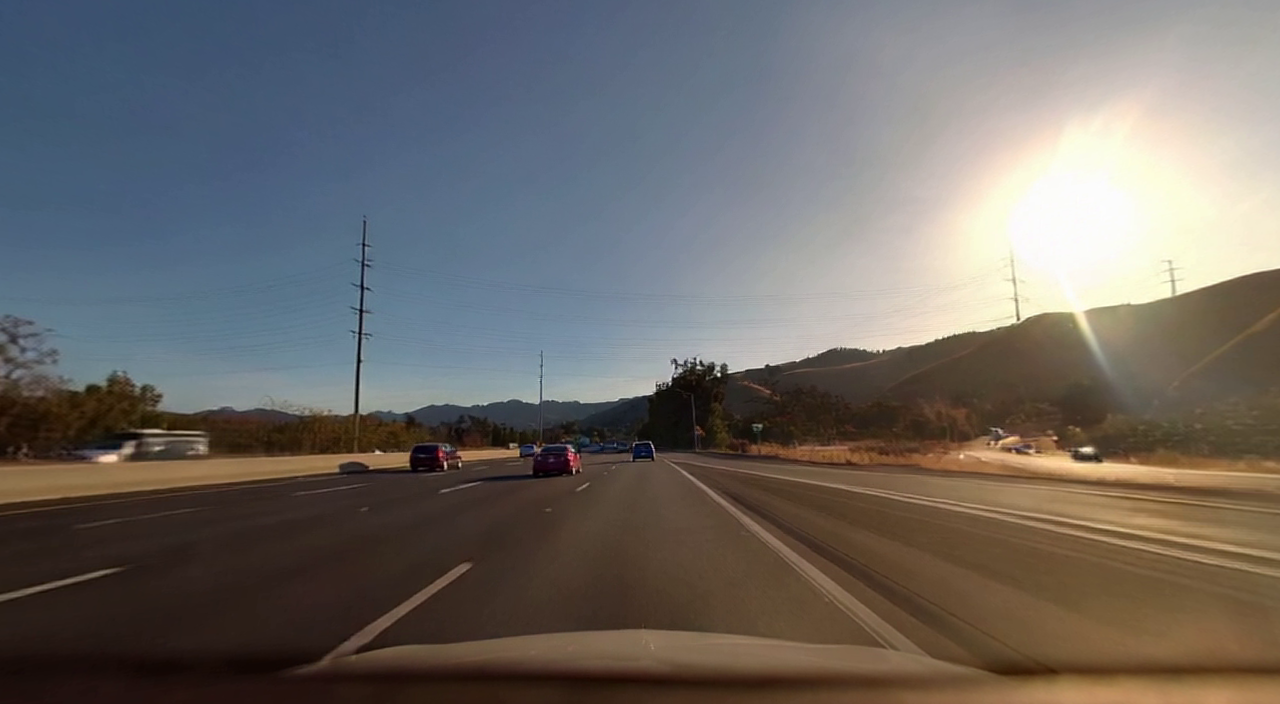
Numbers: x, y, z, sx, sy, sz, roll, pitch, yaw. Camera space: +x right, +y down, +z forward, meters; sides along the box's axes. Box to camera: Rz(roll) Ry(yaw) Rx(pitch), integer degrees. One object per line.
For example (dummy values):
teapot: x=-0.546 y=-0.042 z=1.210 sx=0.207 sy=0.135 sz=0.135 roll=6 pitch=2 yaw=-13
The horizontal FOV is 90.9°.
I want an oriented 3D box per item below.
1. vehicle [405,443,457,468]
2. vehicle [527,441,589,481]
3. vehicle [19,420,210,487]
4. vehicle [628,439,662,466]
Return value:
vehicle: x=-14.291 y=7.073 z=43.381 sx=2.047 sy=1.608 sz=4.257 roll=-1 pitch=-8 yaw=1
vehicle: x=-3.411 y=4.626 z=27.126 sx=1.967 sy=1.517 sz=4.808 roll=0 pitch=-8 yaw=1
vehicle: x=-28.119 y=5.502 z=34.563 sx=3.066 sy=3.140 sz=8.513 roll=0 pitch=-8 yaw=0
vehicle: x=0.350 y=6.827 z=42.923 sx=2.194 sy=1.737 sz=4.127 roll=0 pitch=-8 yaw=0
